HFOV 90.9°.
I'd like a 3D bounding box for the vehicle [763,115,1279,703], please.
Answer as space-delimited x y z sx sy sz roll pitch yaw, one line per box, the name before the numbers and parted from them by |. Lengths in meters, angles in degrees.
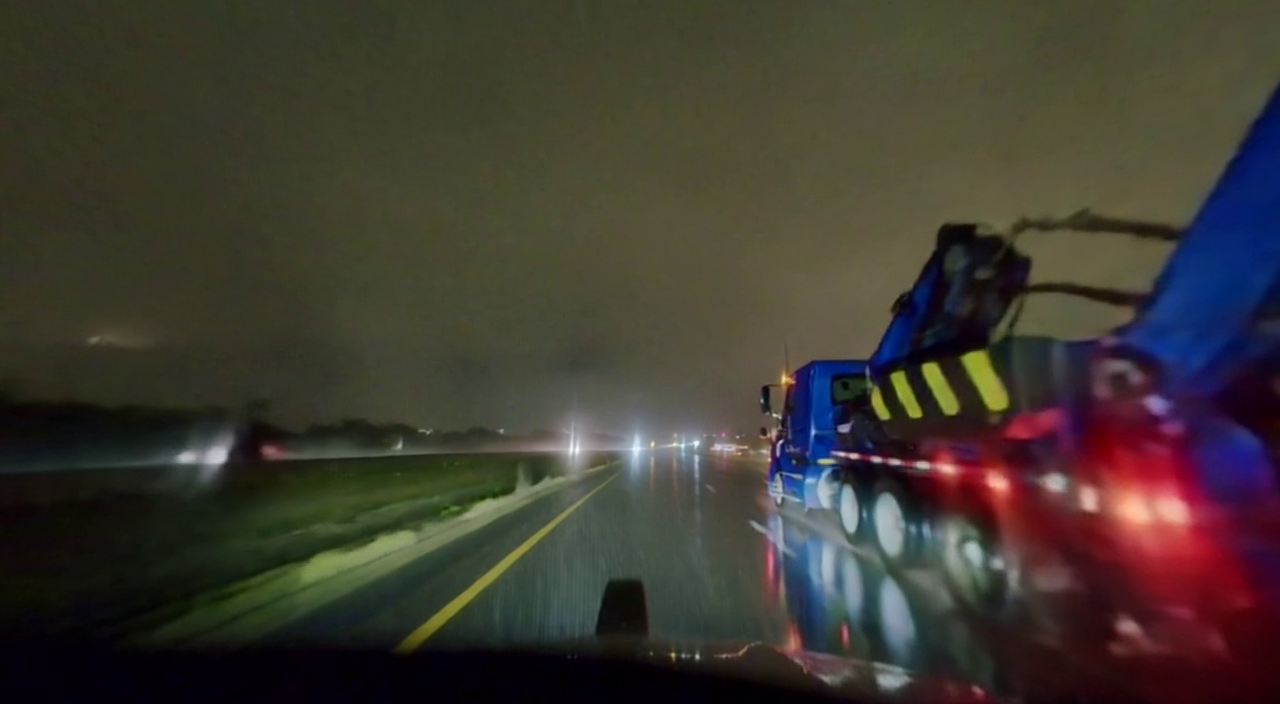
vehicle | 3.978 0.957 7.447 3.342 2.931 9.266 0 -8 1
